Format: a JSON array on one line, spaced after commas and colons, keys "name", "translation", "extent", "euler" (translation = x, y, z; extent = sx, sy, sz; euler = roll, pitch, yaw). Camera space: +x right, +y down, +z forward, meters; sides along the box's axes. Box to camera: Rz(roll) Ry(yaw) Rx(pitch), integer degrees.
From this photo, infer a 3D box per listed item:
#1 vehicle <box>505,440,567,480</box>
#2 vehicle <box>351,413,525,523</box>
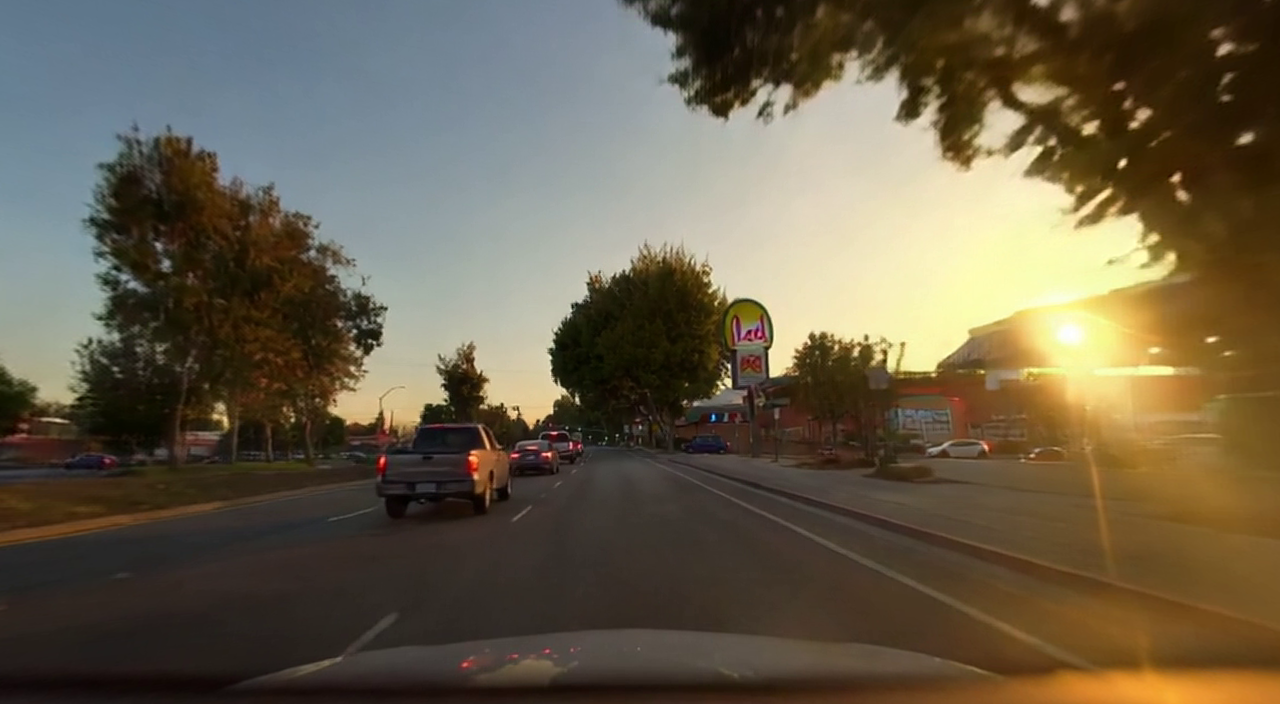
[{"name": "vehicle", "translation": [-4.051, 4.254, 25.099], "extent": [2.113, 1.446, 4.309], "euler": [1, -8, -5]}, {"name": "vehicle", "translation": [-4.004, 2.396, 13.573], "extent": [2.222, 1.899, 5.006], "euler": [0, -8, -2]}]
